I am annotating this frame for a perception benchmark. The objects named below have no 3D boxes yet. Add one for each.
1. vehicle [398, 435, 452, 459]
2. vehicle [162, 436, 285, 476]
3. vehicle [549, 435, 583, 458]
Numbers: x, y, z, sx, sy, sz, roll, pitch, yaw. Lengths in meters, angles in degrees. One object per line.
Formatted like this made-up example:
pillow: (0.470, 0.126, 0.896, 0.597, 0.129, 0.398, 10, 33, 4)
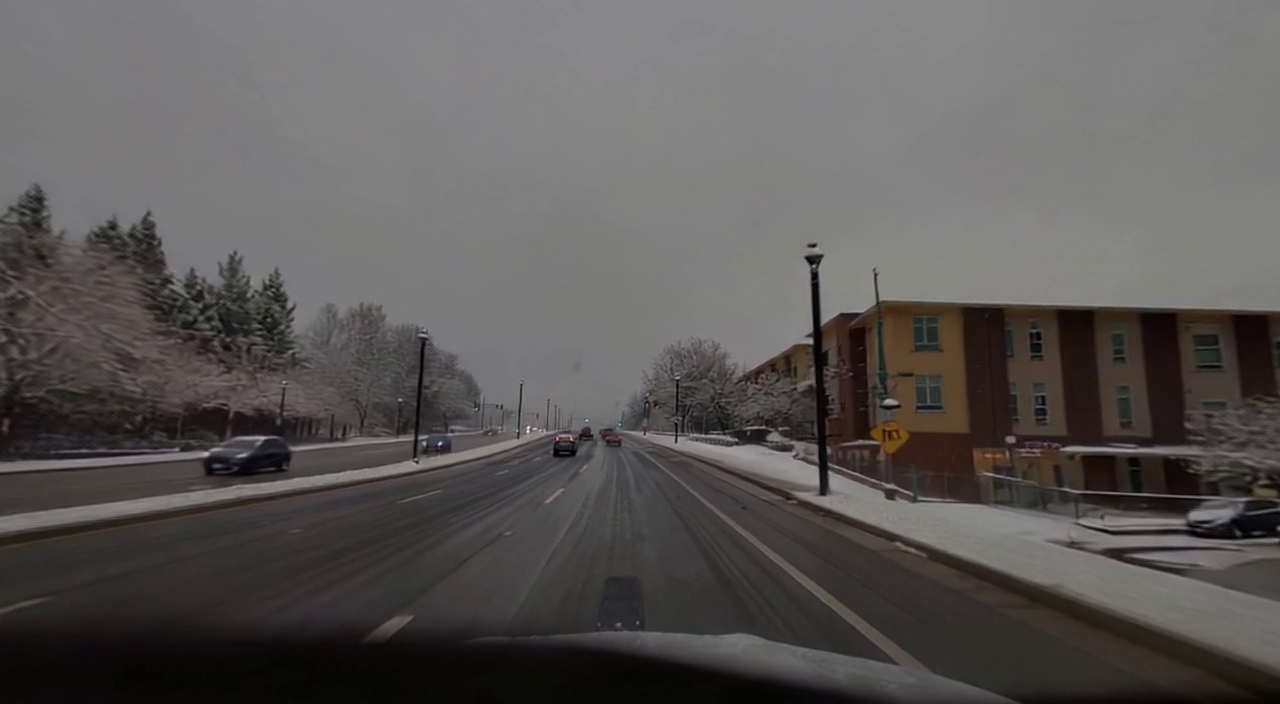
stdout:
vehicle: (-14.676, 6.519, 43.406, 1.998, 1.488, 4.577, 0, -8, 1)
vehicle: (-17.926, 4.488, 27.509, 2.079, 1.560, 4.702, 0, -8, 1)
vehicle: (-5.183, 6.707, 44.846, 2.025, 1.474, 4.292, 0, -8, -2)
